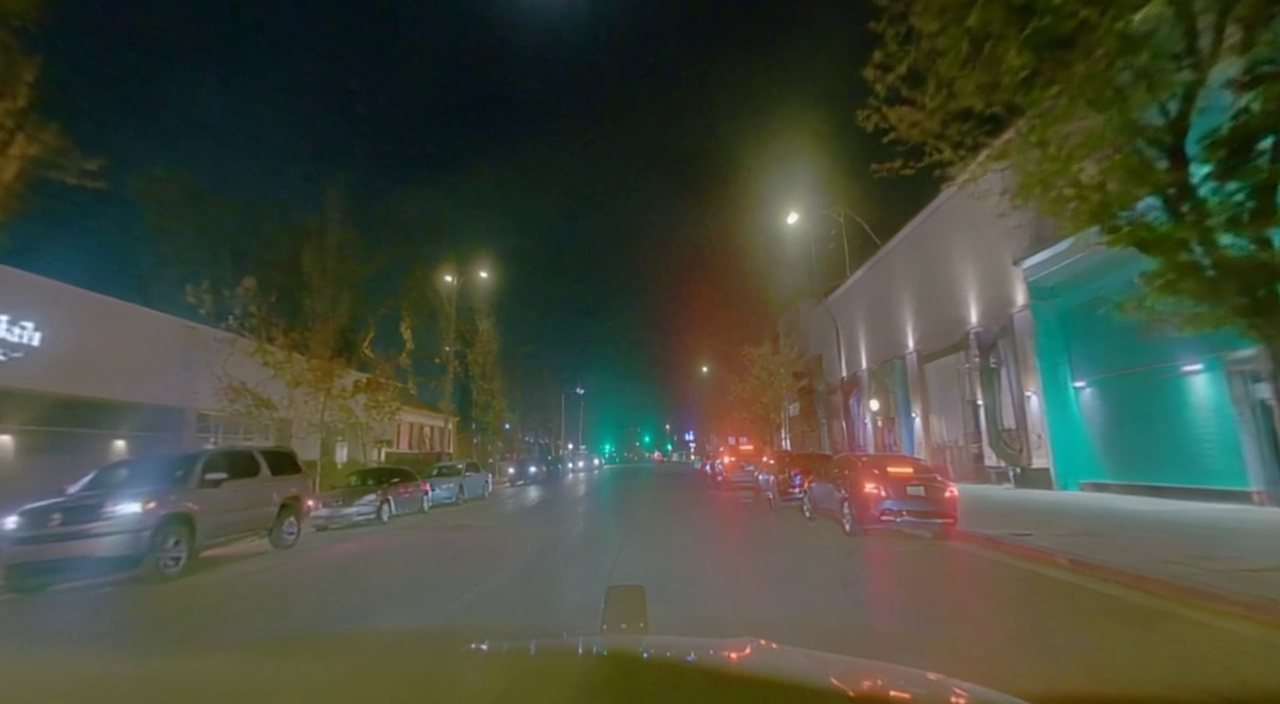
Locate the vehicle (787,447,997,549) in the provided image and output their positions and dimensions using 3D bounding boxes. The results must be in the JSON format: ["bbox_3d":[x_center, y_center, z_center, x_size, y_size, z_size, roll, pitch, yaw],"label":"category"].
[{"bbox_3d":[4.344,2.573,11.914,1.973,1.494,4.867,0,-9,0],"label":"vehicle"}]

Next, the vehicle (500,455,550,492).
[{"bbox_3d":[-6.463,6.873,36.046,1.996,1.770,5.518,-2,-9,-2],"label":"vehicle"}]

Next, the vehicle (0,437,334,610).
[{"bbox_3d":[-6.924,2.299,9.665,2.238,1.891,4.780,-1,-7,-2],"label":"vehicle"}]

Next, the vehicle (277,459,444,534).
[{"bbox_3d":[-6.956,3.616,16.432,2.001,1.502,4.851,-1,-8,2],"label":"vehicle"}]
